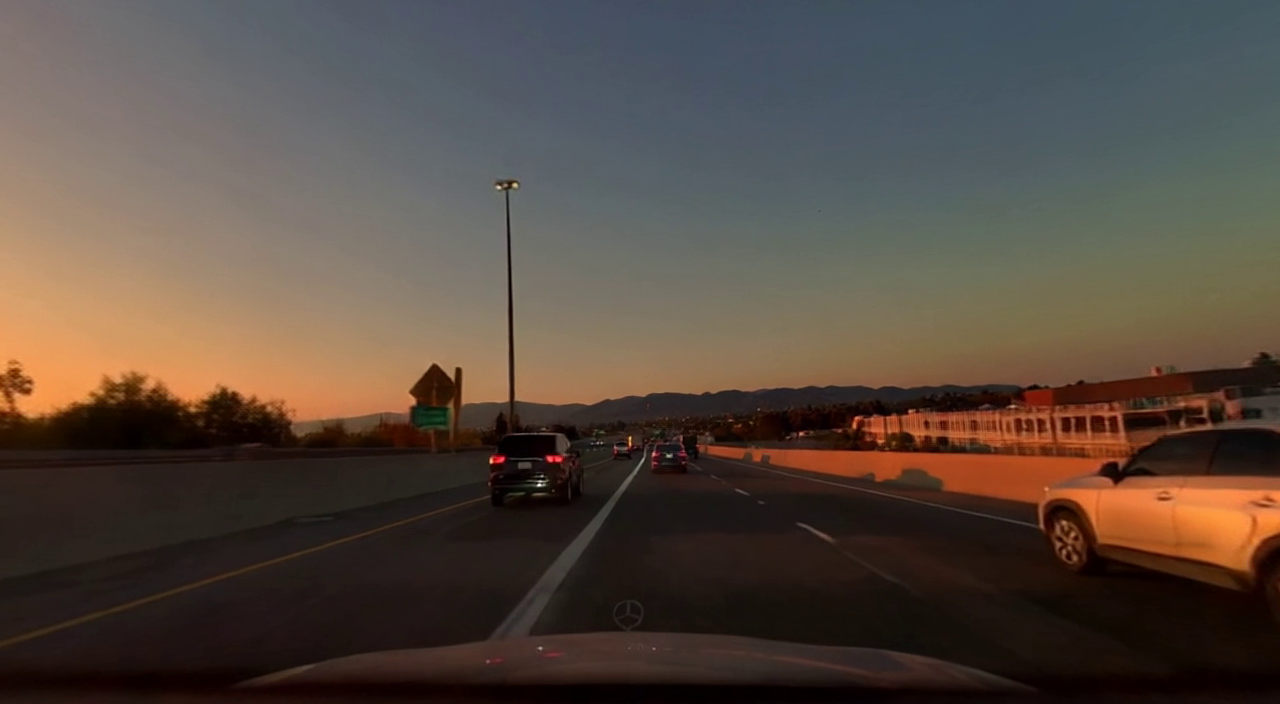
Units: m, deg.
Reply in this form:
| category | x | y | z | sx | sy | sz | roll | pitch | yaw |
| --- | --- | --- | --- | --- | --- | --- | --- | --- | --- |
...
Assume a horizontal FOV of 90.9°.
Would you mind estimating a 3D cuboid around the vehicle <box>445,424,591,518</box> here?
| category | x | y | z | sx | sy | sz | roll | pitch | yaw |
| --- | --- | --- | --- | --- | --- | --- | --- | --- | --- |
| vehicle | -2.502 | 2.607 | 14.355 | 2.239 | 1.761 | 4.620 | -1 | -8 | 2 |

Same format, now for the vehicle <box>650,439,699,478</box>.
| category | x | y | z | sx | sy | sz | roll | pitch | yaw |
| --- | --- | --- | --- | --- | --- | --- | --- | --- | --- |
| vehicle | 1.448 | 4.685 | 28.032 | 2.000 | 1.558 | 3.945 | 0 | -8 | 1 |

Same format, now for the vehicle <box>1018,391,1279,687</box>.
| category | x | y | z | sx | sy | sz | roll | pitch | yaw |
| --- | --- | --- | --- | --- | --- | --- | --- | --- | --- |
| vehicle | 4.479 | 1.018 | 3.465 | 2.027 | 1.588 | 4.611 | 0 | -8 | 2 |
